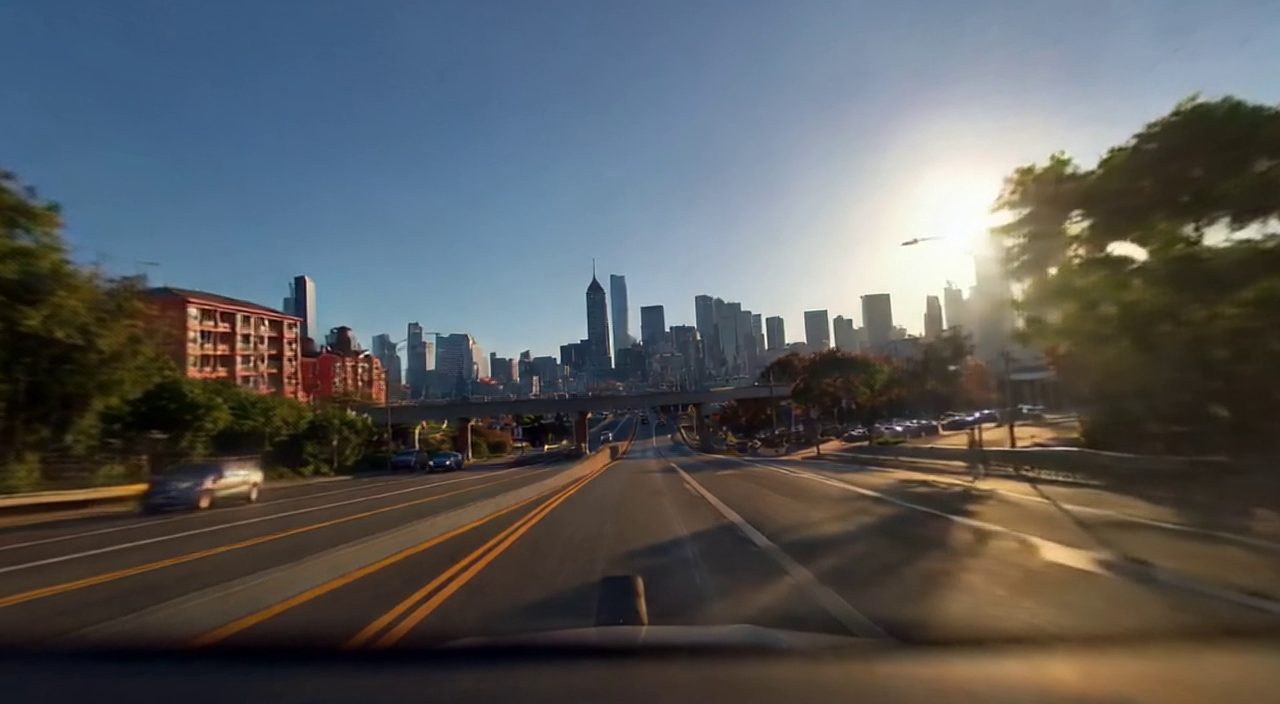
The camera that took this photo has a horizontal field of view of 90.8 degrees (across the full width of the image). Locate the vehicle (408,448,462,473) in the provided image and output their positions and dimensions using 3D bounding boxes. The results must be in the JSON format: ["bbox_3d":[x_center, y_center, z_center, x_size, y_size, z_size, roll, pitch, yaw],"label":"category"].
[{"bbox_3d":[-13.132,6.971,40.774,1.989,1.461,4.426,0,-8,0],"label":"vehicle"}]

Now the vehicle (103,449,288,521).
[{"bbox_3d":[-11.425,3.384,16.805,2.145,1.559,4.967,2,-9,-12],"label":"vehicle"}]

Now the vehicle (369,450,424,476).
[{"bbox_3d":[-17.317,7.889,45.114,1.992,1.527,4.540,-1,-6,2],"label":"vehicle"}]
